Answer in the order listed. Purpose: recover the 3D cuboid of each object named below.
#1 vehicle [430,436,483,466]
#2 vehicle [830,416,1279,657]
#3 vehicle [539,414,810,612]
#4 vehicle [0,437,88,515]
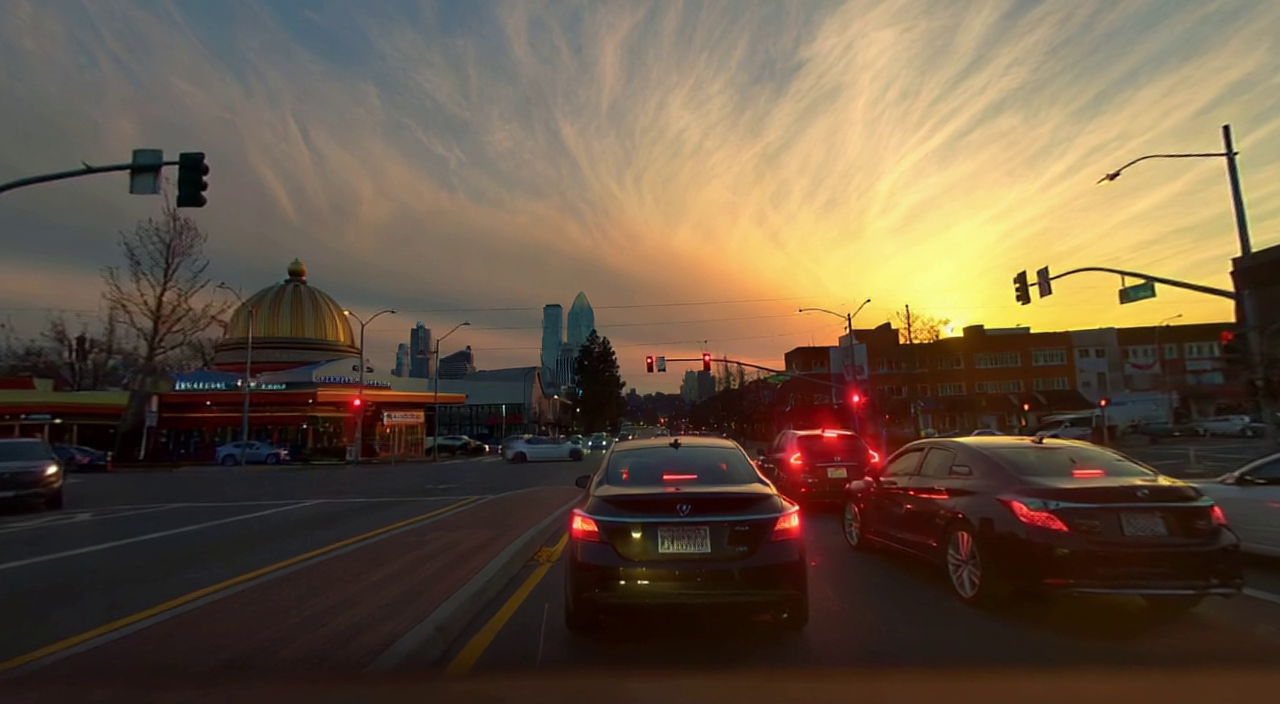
[{"bbox_3d":[-12.112,6.565,41.942,2.122,1.829,4.559,0,-8,0],"label":"vehicle"},{"bbox_3d":[3.521,1.482,6.232,1.883,1.480,4.489,0,-8,0],"label":"vehicle"},{"bbox_3d":[0.216,1.522,6.843,2.073,1.496,3.892,0,-8,-1],"label":"vehicle"},{"bbox_3d":[-16.515,3.152,16.440,4.841,1.783,2.203,-7,-11,38],"label":"vehicle"}]
